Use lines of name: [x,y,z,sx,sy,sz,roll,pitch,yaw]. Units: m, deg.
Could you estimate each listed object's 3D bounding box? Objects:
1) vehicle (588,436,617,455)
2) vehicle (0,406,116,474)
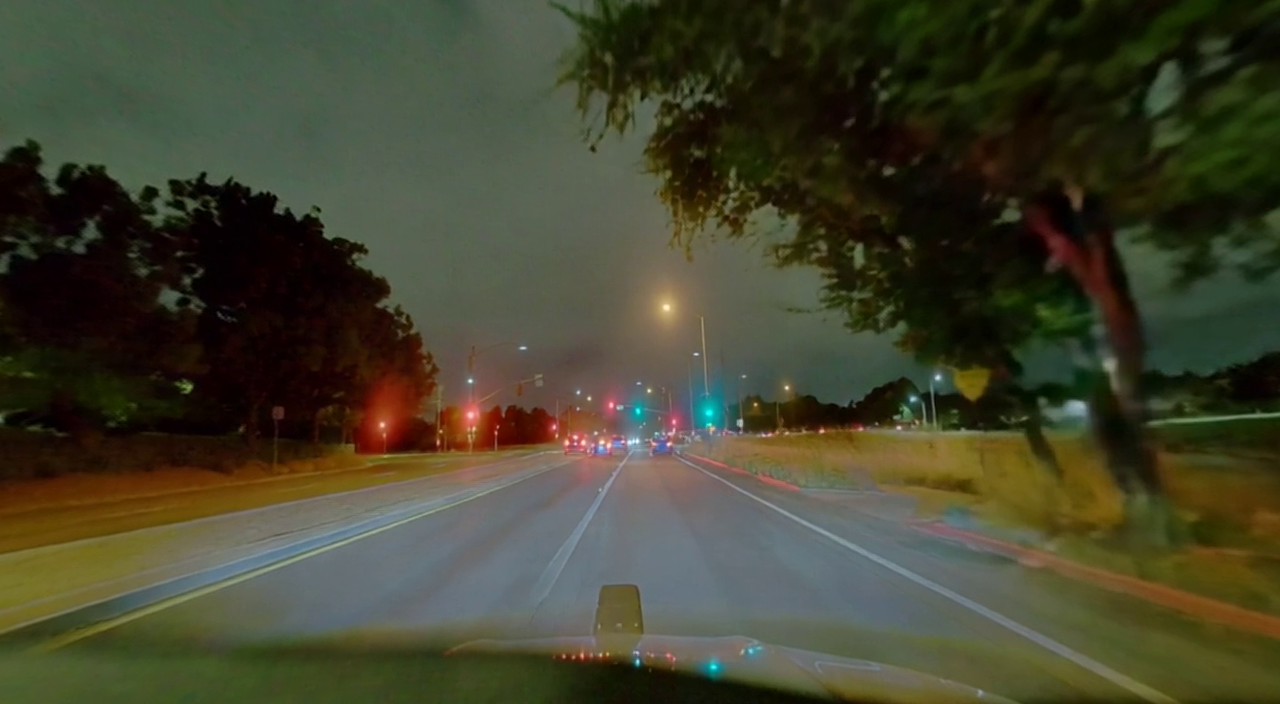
vehicle: [-2.923,7.395,49.901,1.979,1.492,3.930,0,-9,1]
vehicle: [-33.490,4.842,35.074,9.036,3.379,2.893,-3,-8,25]
